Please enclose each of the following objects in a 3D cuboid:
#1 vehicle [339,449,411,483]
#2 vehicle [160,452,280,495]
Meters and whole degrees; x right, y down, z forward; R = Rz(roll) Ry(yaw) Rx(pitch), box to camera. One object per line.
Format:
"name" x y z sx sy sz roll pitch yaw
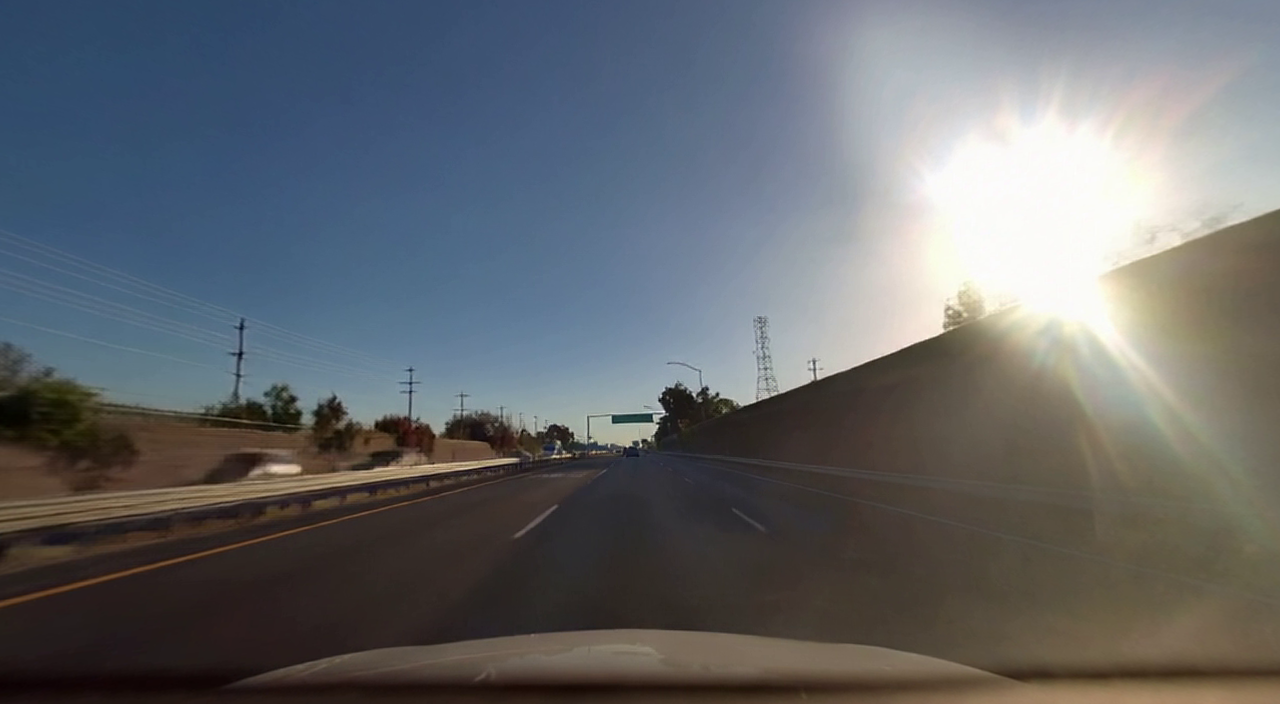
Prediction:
"vehicle" -12.584 5.406 30.091 1.852 1.512 3.732 0 -9 -1
"vehicle" -16.802 4.827 25.433 1.866 1.560 4.266 0 -9 0
